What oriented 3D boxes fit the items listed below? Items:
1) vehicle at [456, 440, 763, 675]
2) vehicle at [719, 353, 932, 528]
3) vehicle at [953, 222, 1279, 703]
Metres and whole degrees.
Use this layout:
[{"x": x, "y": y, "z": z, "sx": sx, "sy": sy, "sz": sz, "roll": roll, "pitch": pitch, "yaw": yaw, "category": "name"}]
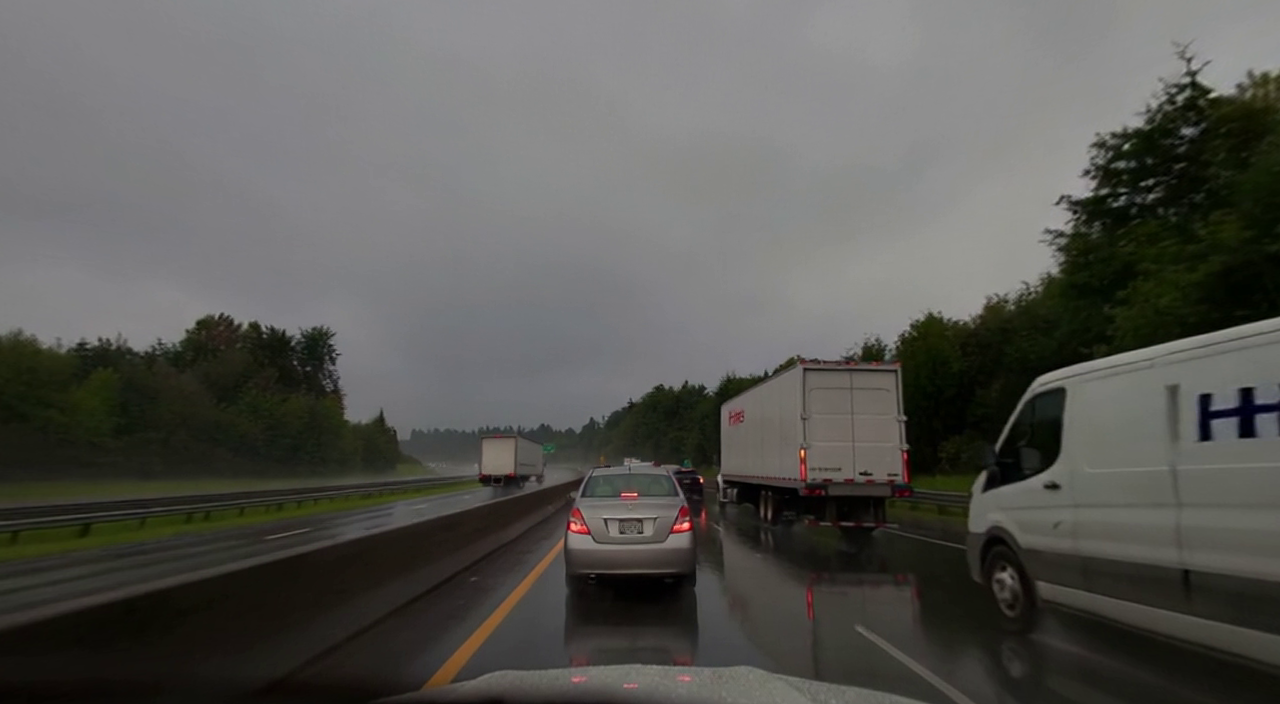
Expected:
[{"x": -0.244, "y": 1.665, "z": 5.881, "sx": 1.980, "sy": 1.493, "sz": 3.410, "roll": 1, "pitch": -11, "yaw": -2, "category": "vehicle"}, {"x": 4.936, "y": 3.028, "z": 20.068, "sx": 2.936, "sy": 3.972, "sz": 11.144, "roll": 1, "pitch": -11, "yaw": -2, "category": "vehicle"}, {"x": 4.190, "y": 0.749, "z": 3.312, "sx": 2.328, "sy": 2.537, "sz": 5.290, "roll": 1, "pitch": -11, "yaw": 1, "category": "vehicle"}]
